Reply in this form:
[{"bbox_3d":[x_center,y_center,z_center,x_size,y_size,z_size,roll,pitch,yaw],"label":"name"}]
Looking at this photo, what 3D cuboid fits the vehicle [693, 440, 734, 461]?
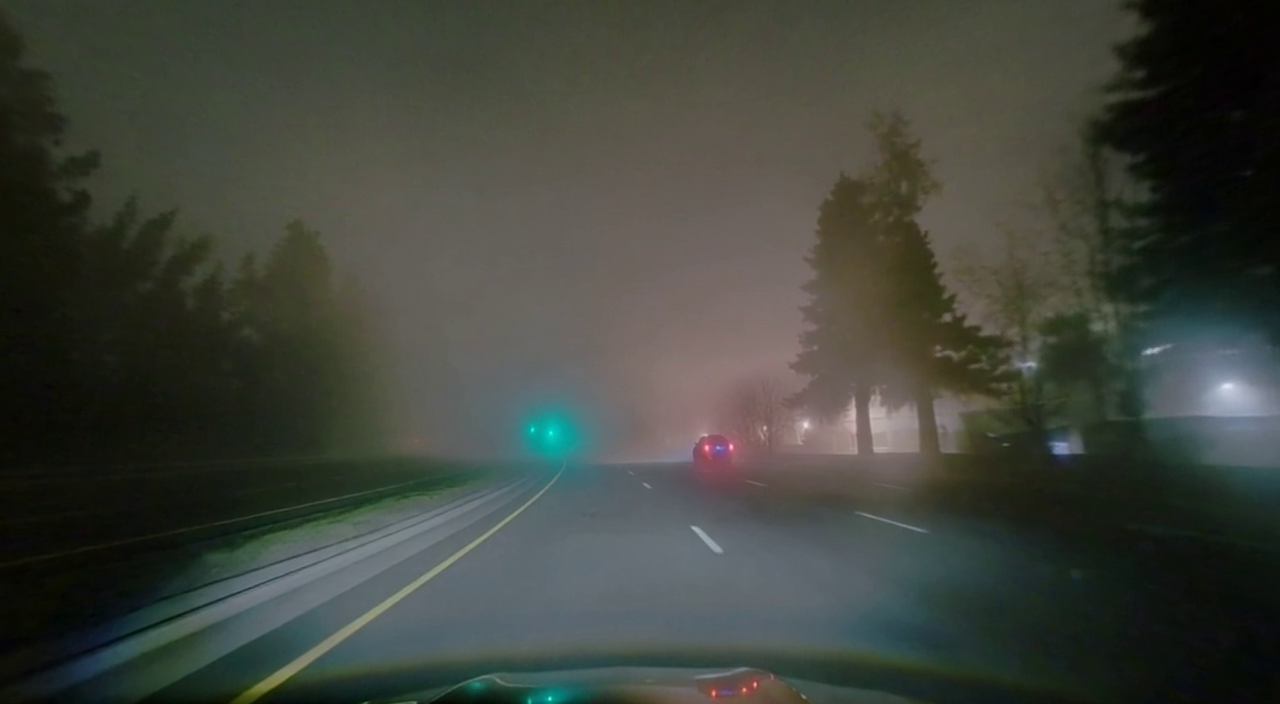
[{"bbox_3d":[5.385,7.362,46.941,1.908,1.483,4.474,1,-9,-9],"label":"vehicle"}]
